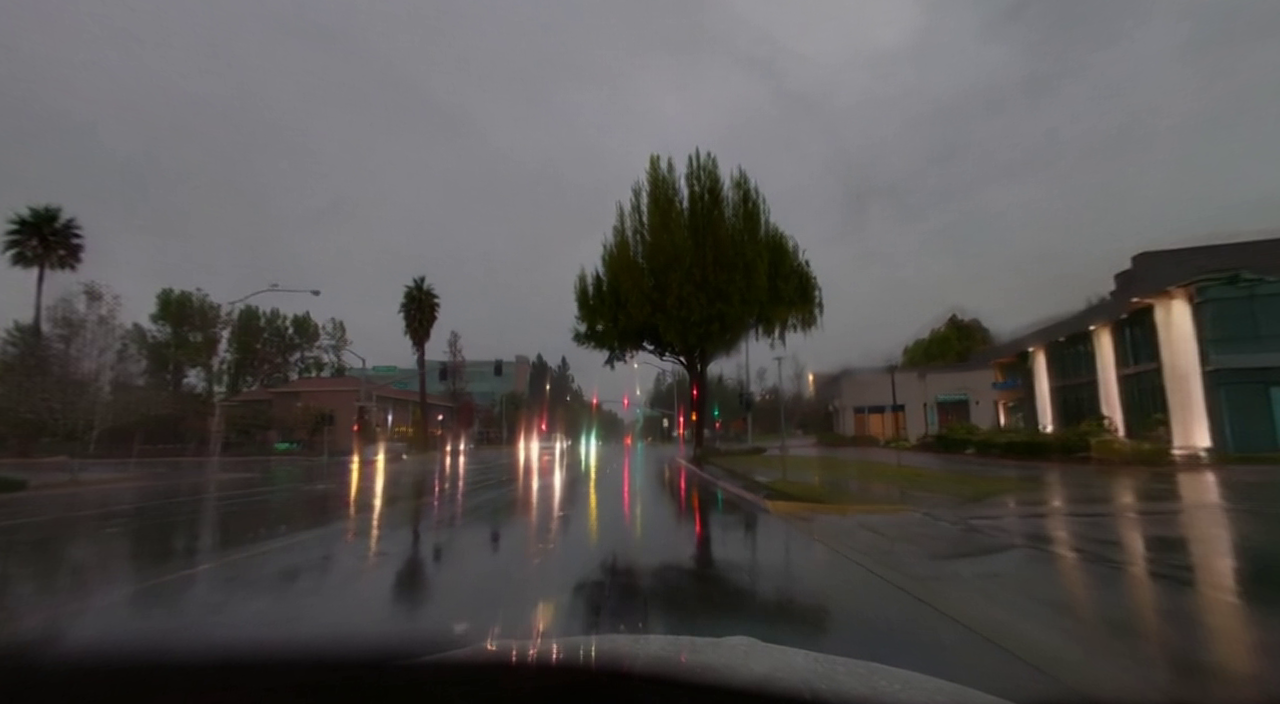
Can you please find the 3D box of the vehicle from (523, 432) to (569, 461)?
[{"bbox_3d":[-6.006,6.061,40.539,2.121,1.731,4.707,0,-8,1],"label":"vehicle"}]
